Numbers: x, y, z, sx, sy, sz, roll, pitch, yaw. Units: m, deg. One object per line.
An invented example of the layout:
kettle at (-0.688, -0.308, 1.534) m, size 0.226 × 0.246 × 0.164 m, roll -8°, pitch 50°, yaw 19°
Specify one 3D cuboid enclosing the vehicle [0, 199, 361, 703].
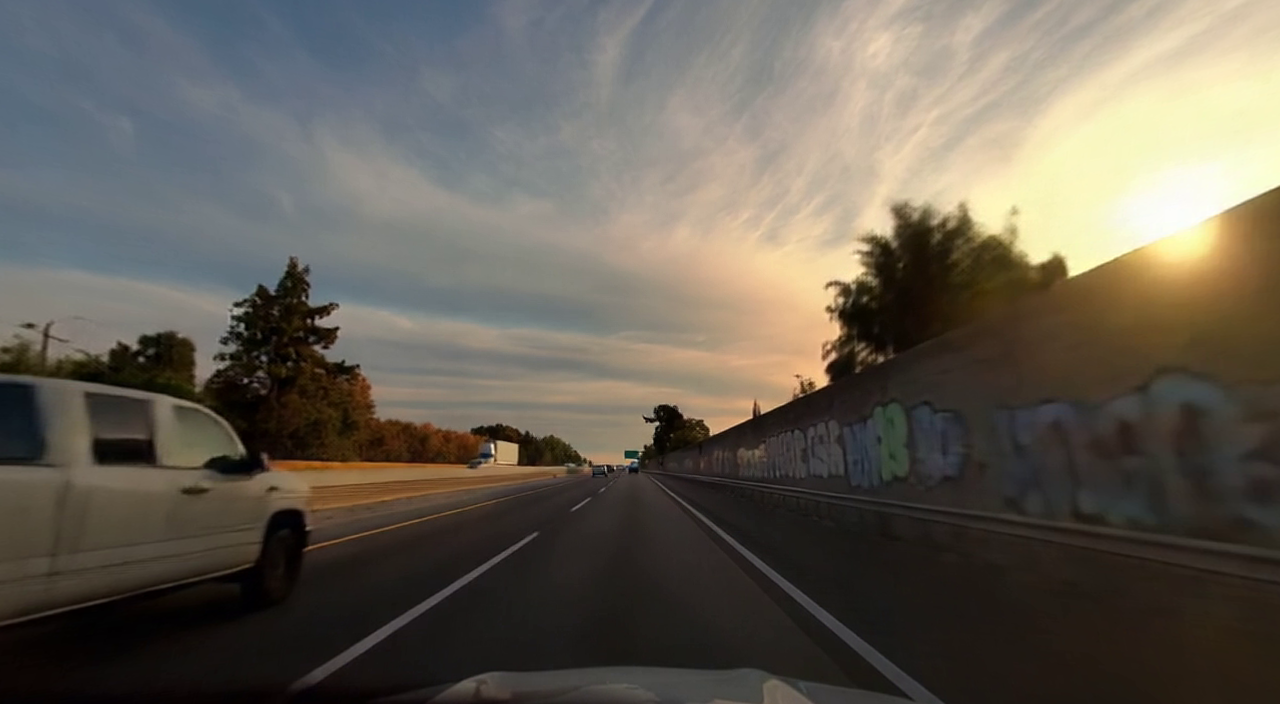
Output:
vehicle at (-4.272, 0.637, 3.557) m, size 2.597 × 2.434 × 6.020 m, roll 1°, pitch -11°, yaw 0°
